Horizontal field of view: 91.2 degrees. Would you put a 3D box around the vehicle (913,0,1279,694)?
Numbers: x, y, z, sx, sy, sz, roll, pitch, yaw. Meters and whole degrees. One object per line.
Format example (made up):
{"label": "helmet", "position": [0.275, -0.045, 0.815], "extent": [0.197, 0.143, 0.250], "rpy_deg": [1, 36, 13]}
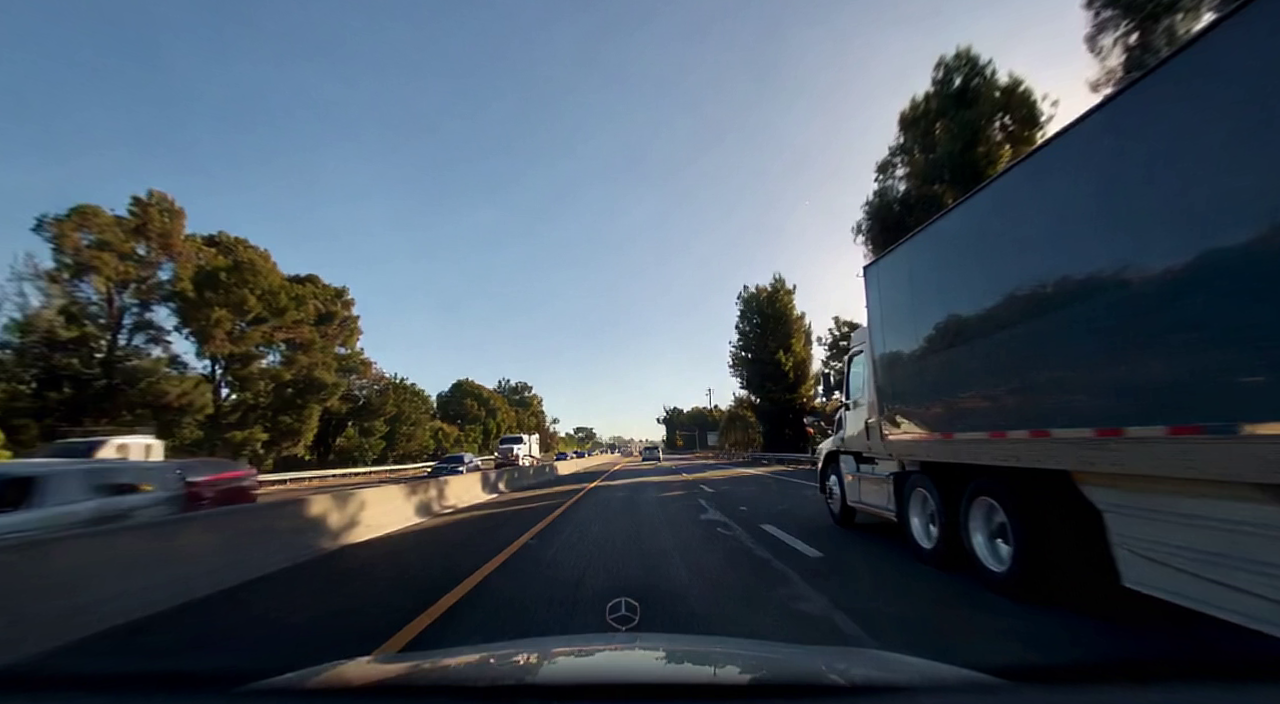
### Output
{"label": "vehicle", "position": [4.742, -0.679, 0.233], "extent": [2.833, 3.888, 14.000], "rpy_deg": [0, -9, -1]}

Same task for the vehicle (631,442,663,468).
{"label": "vehicle", "position": [0.498, 7.056, 43.078], "extent": [2.098, 1.692, 4.038], "rpy_deg": [0, -9, 0]}

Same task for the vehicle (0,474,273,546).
{"label": "vehicle", "position": [-13.199, 3.698, 15.555], "extent": [2.836, 1.034, 8.894], "rpy_deg": [0, -9, 1]}

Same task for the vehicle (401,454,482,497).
{"label": "vehicle", "position": [-7.756, 4.829, 24.867], "extent": [1.876, 1.494, 3.756], "rpy_deg": [-1, -9, 2]}

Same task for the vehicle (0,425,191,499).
{"label": "vehicle", "position": [-13.093, 2.581, 14.467], "extent": [1.880, 1.405, 4.741], "rpy_deg": [-3, -10, 2]}

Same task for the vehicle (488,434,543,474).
{"label": "vehicle", "position": [-8.923, 7.425, 45.758], "extent": [2.380, 2.679, 7.252], "rpy_deg": [-1, -9, 1]}
